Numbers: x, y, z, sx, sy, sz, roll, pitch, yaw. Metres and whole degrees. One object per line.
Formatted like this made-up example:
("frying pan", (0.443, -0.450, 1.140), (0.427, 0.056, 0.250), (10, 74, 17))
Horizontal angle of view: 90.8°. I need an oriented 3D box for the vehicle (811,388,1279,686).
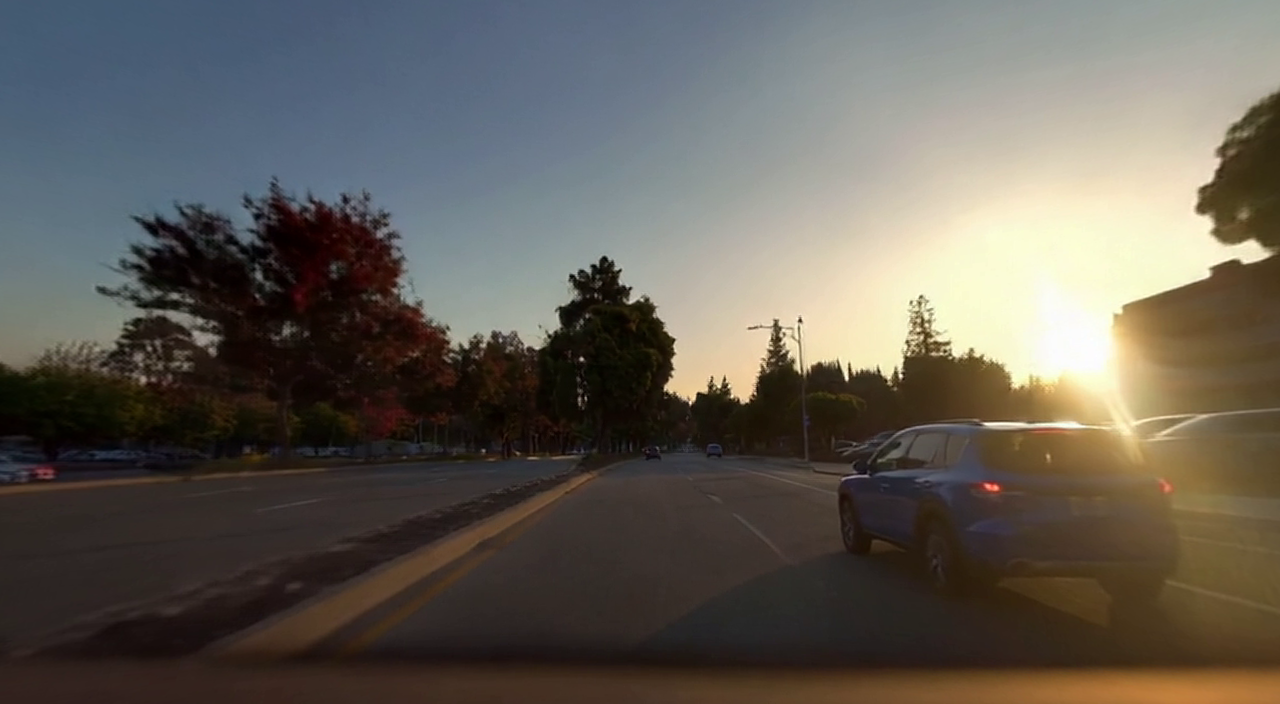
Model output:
("vehicle", (3.224, 1.379, 5.781), (2.060, 1.665, 4.284), (0, -9, 0))
